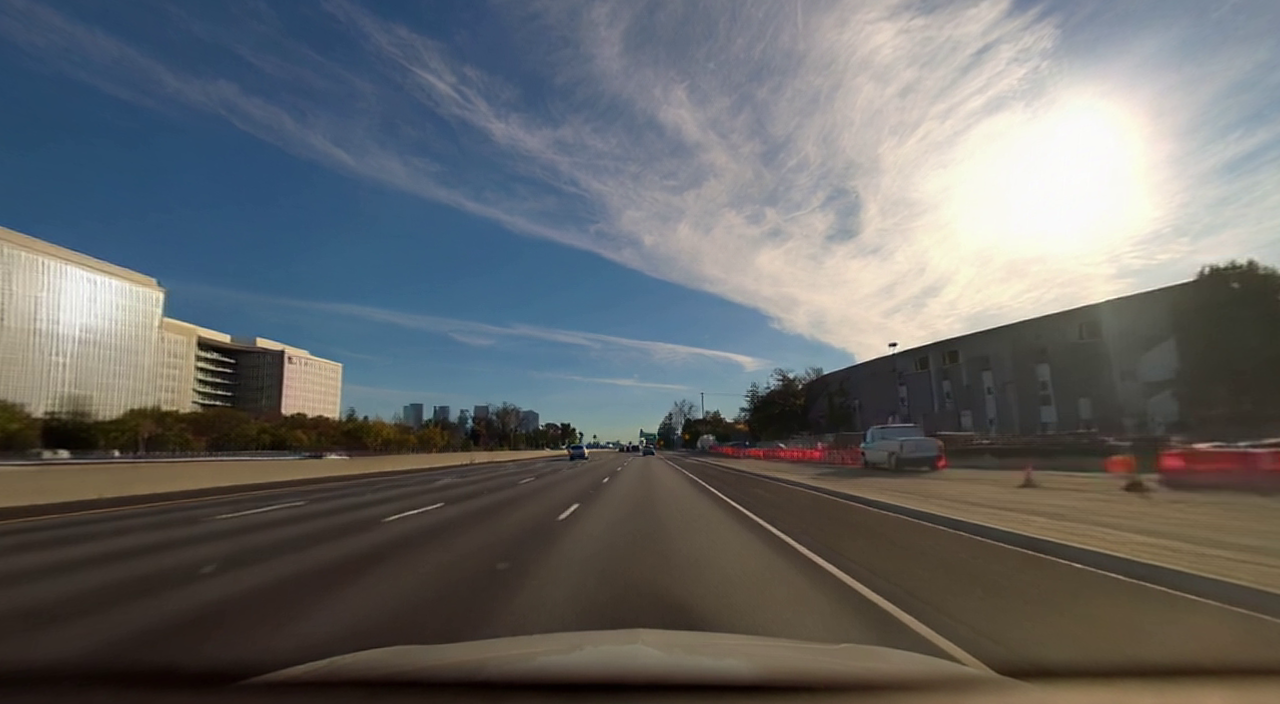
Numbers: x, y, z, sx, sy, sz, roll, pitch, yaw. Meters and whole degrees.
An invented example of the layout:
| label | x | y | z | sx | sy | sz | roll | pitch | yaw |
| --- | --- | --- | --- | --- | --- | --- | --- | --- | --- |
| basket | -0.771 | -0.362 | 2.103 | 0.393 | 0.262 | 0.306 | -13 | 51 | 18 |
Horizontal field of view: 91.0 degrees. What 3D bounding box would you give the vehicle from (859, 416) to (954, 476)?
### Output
| label | x | y | z | sx | sy | sz | roll | pitch | yaw |
| --- | --- | --- | --- | --- | --- | --- | --- | --- | --- |
| vehicle | 14.208 | 5.114 | 33.997 | 2.763 | 2.805 | 4.926 | -3 | -10 | 0 |
